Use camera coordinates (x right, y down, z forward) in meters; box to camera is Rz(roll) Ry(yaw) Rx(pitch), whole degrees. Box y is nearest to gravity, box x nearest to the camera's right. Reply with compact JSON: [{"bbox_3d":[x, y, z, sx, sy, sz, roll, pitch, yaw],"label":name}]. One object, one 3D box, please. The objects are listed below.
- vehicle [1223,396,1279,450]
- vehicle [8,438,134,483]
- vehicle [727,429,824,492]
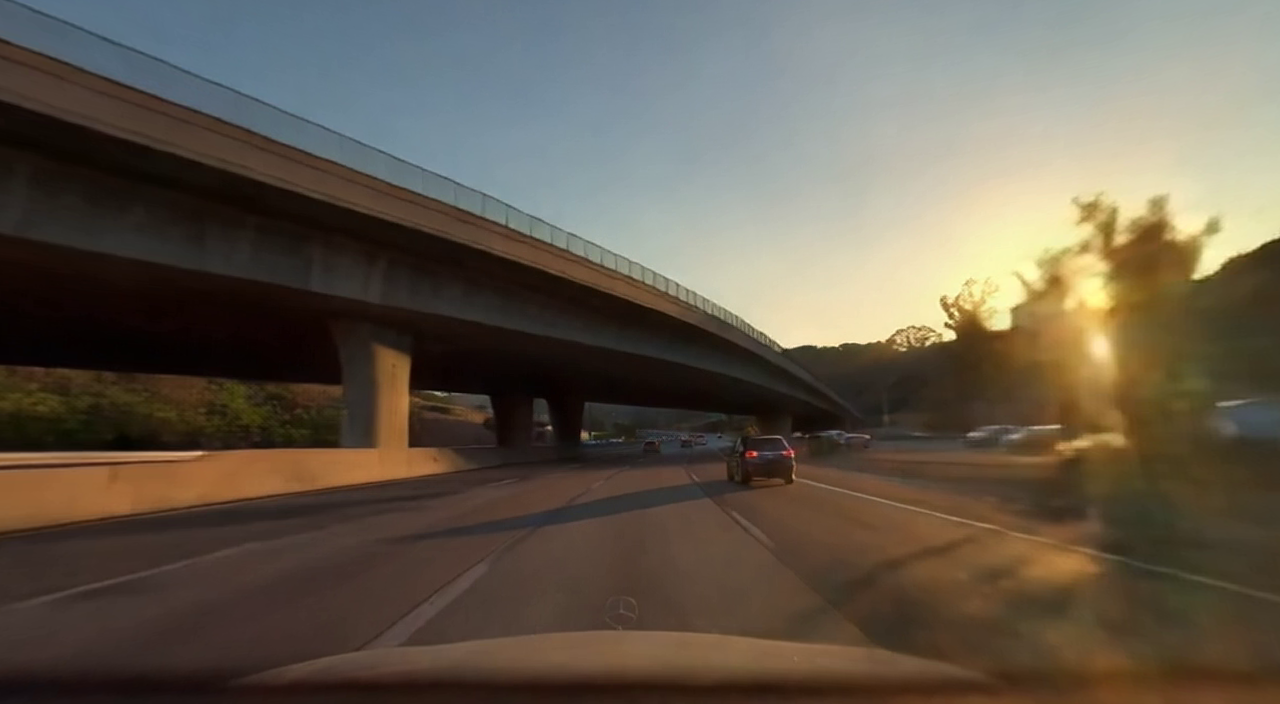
[{"bbox_3d":[33.274,3.870,33.595,2.478,2.614,6.965,-7,-11,38],"label":"vehicle"},{"bbox_3d":[-20.322,3.855,22.640,1.474,1.362,3.303,-5,-8,0],"label":"vehicle"},{"bbox_3d":[4.041,3.315,19.540,2.090,1.715,4.228,0,-9,1],"label":"vehicle"}]
